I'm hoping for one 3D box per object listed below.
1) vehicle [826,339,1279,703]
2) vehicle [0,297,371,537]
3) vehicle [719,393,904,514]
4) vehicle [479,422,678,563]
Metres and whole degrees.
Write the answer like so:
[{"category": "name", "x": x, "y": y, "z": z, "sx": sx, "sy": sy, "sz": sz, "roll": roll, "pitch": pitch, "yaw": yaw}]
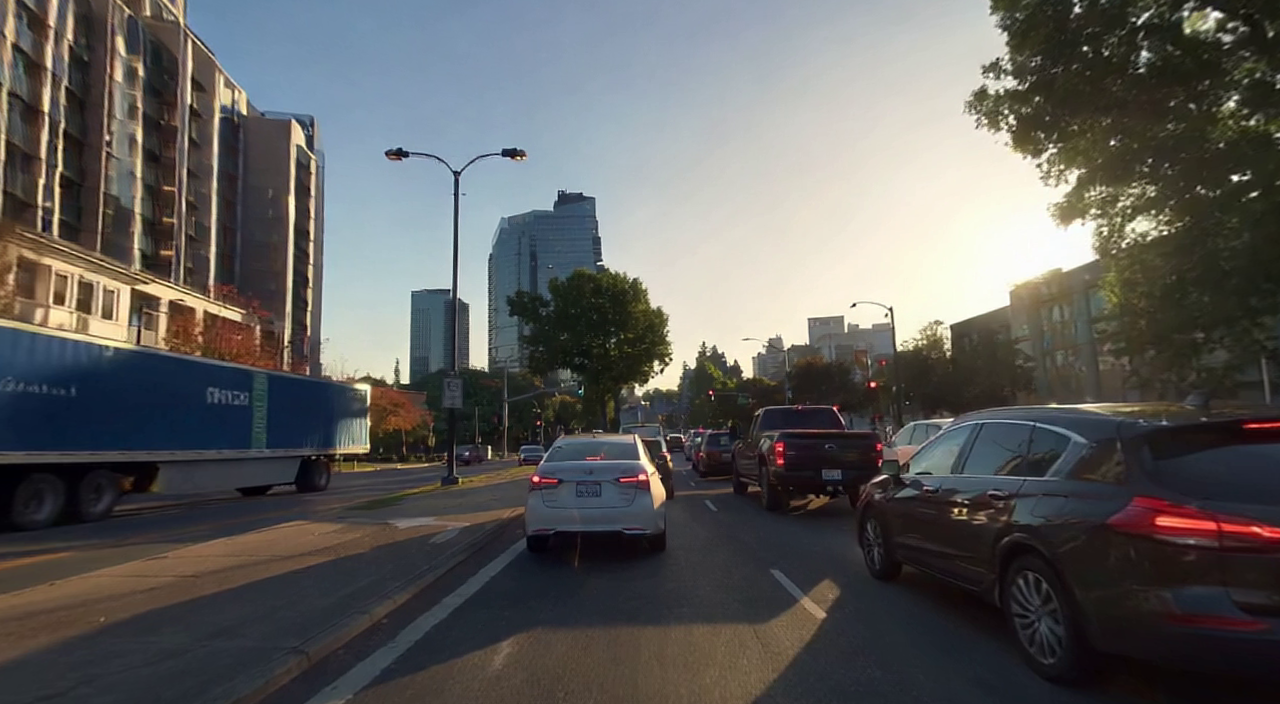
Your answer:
[{"category": "vehicle", "x": 3.170, "y": 1.148, "z": 4.802, "sx": 2.024, "sy": 1.723, "sz": 4.714, "roll": 0, "pitch": -8, "yaw": 0}, {"category": "vehicle", "x": -13.204, "y": 2.141, "z": 17.775, "sx": 3.246, "sy": 4.347, "sz": 17.394, "roll": 0, "pitch": -9, "yaw": 1}, {"category": "vehicle", "x": 3.473, "y": 2.270, "z": 14.381, "sx": 2.497, "sy": 2.186, "sz": 5.890, "roll": 0, "pitch": -8, "yaw": -1}, {"category": "vehicle", "x": -0.654, "y": 1.861, "z": 9.065, "sx": 2.172, "sy": 1.536, "sz": 4.250, "roll": 0, "pitch": -8, "yaw": 0}]
